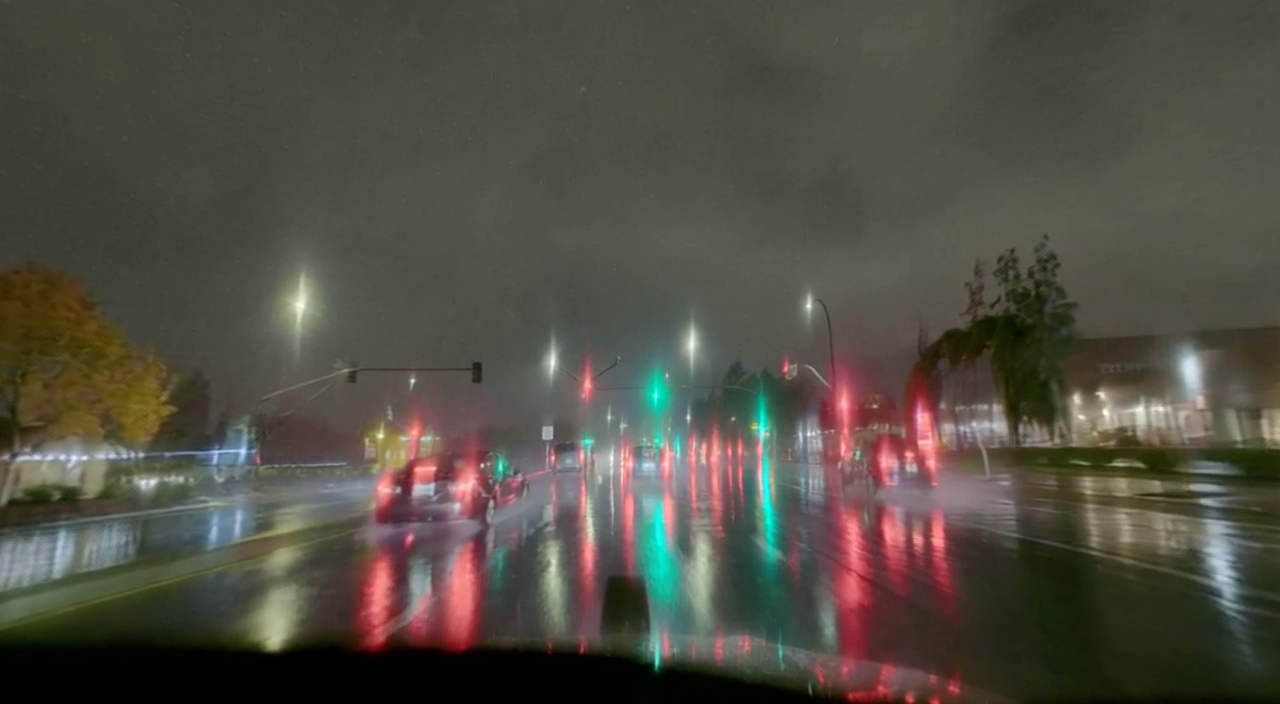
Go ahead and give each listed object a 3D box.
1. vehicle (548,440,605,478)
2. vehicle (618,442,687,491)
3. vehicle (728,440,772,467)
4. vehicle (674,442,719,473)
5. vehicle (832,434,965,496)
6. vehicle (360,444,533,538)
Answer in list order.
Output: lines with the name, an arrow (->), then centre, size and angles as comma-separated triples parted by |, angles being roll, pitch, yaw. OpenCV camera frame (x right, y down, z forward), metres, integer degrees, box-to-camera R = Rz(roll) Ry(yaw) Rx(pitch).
vehicle -> -2.979, 5.136, 30.494 | 2.219, 1.699, 4.090 | -1, -8, 1
vehicle -> 0.366, 3.793, 21.288 | 2.096, 1.473, 3.893 | 0, -8, 0
vehicle -> 7.279, 6.765, 42.176 | 2.044, 1.701, 4.397 | 0, -8, -1
vehicle -> 2.963, 5.664, 34.003 | 1.988, 1.528, 4.144 | 0, -8, -1
vehicle -> 7.168, 3.169, 18.046 | 1.892, 1.515, 4.400 | 0, -8, -1
vehicle -> -3.471, 2.548, 12.300 | 1.938, 1.472, 4.399 | 0, -8, 0
